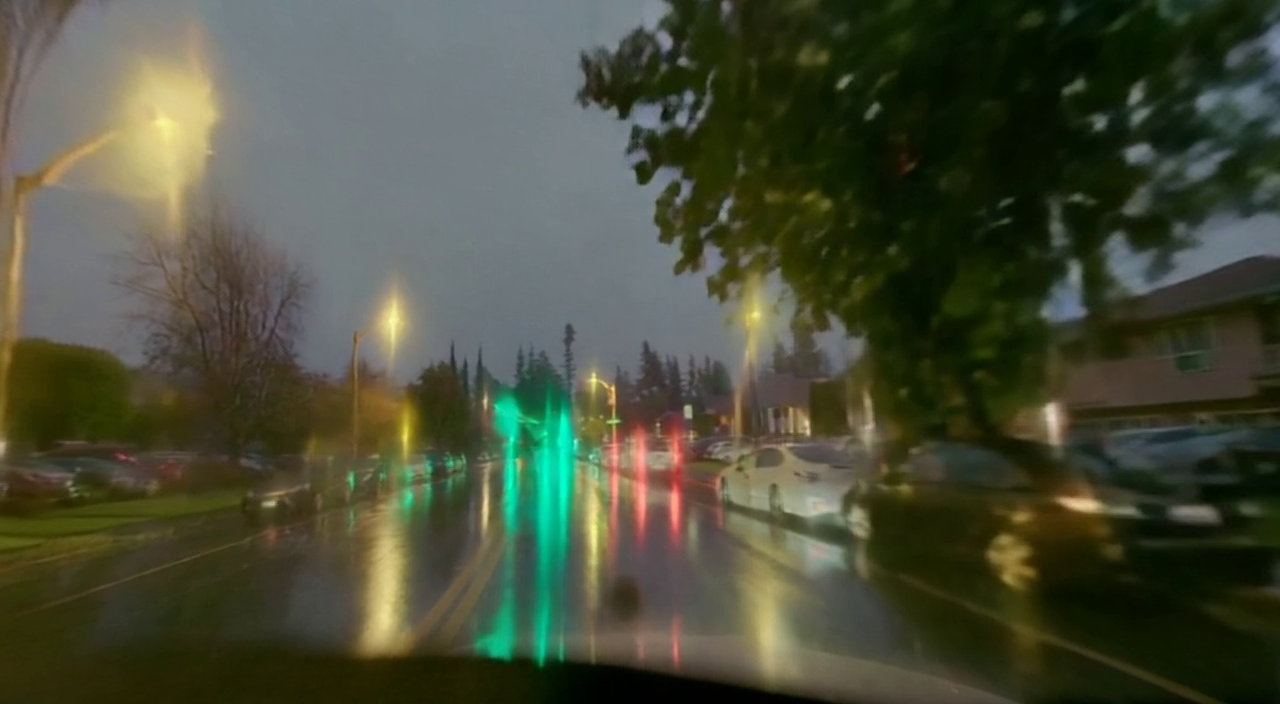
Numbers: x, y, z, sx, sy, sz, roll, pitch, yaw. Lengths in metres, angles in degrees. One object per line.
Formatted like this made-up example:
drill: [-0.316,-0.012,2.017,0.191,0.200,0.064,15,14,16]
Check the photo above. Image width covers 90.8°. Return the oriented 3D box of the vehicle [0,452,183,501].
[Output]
vehicle: [-19.464,4.331,22.173,5.050,1.502,2.023,1,-8,-8]

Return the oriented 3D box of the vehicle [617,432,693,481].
vehicle: [0.495,4.471,27.551,2.255,1.863,5.629,1,-8,-9]

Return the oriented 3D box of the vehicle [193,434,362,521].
vehicle: [-9.323,3.280,16.911,2.171,1.838,5.344,-1,-10,-10]

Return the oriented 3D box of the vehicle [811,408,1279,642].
vehicle: [3.620,1.461,6.628,1.884,1.508,4.713,0,-8,-6]

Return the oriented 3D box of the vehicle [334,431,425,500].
vehicle: [-10.613,4.539,26.221,2.382,2.223,5.472,-3,-5,-11]
